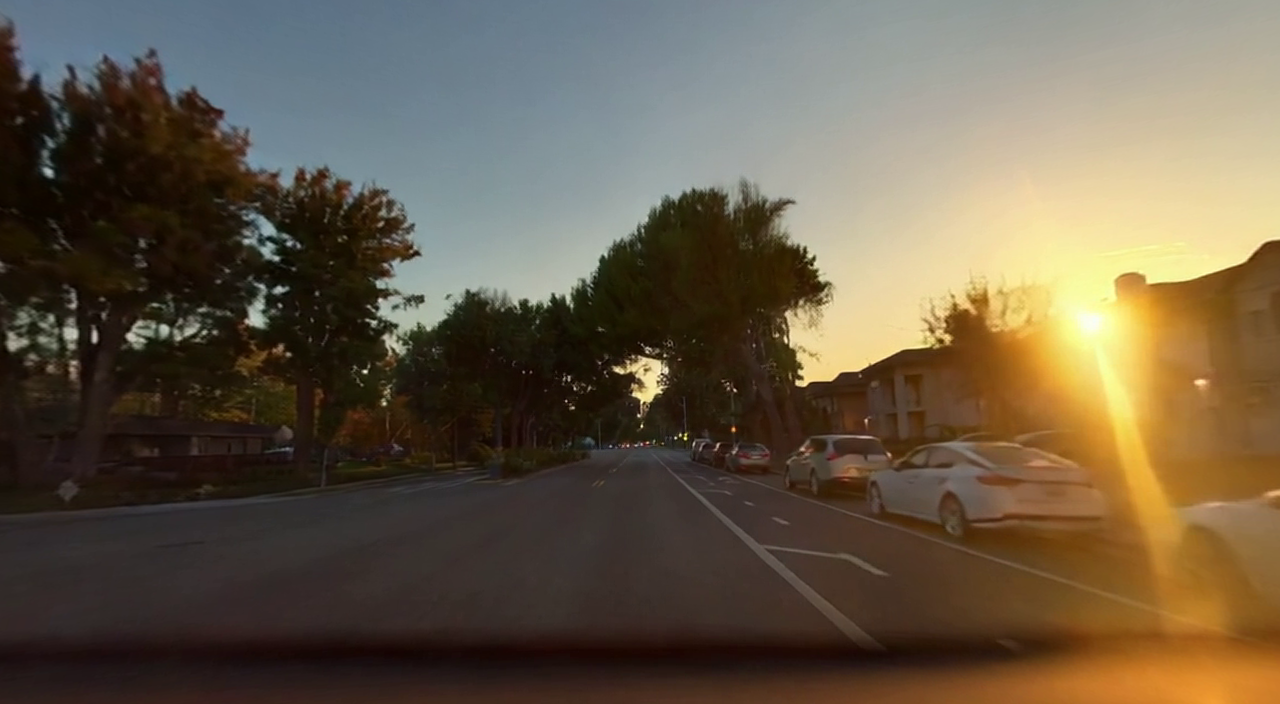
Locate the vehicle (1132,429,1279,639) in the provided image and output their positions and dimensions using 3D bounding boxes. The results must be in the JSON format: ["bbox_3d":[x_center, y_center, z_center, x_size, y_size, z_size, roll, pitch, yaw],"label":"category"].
[{"bbox_3d":[5.387,1.127,3.459,1.901,1.443,4.319,0,-8,0],"label":"vehicle"}]

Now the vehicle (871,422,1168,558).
[{"bbox_3d":[5.437,2.037,9.889,1.974,1.548,4.160,-3,-9,0],"label":"vehicle"}]

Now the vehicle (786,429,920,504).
[{"bbox_3d":[5.365,2.935,16.604,1.990,1.694,4.179,0,-8,-1],"label":"vehicle"}]

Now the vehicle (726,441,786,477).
[{"bbox_3d":[5.272,4.883,29.190,1.837,1.532,3.886,0,-8,-2],"label":"vehicle"}]
